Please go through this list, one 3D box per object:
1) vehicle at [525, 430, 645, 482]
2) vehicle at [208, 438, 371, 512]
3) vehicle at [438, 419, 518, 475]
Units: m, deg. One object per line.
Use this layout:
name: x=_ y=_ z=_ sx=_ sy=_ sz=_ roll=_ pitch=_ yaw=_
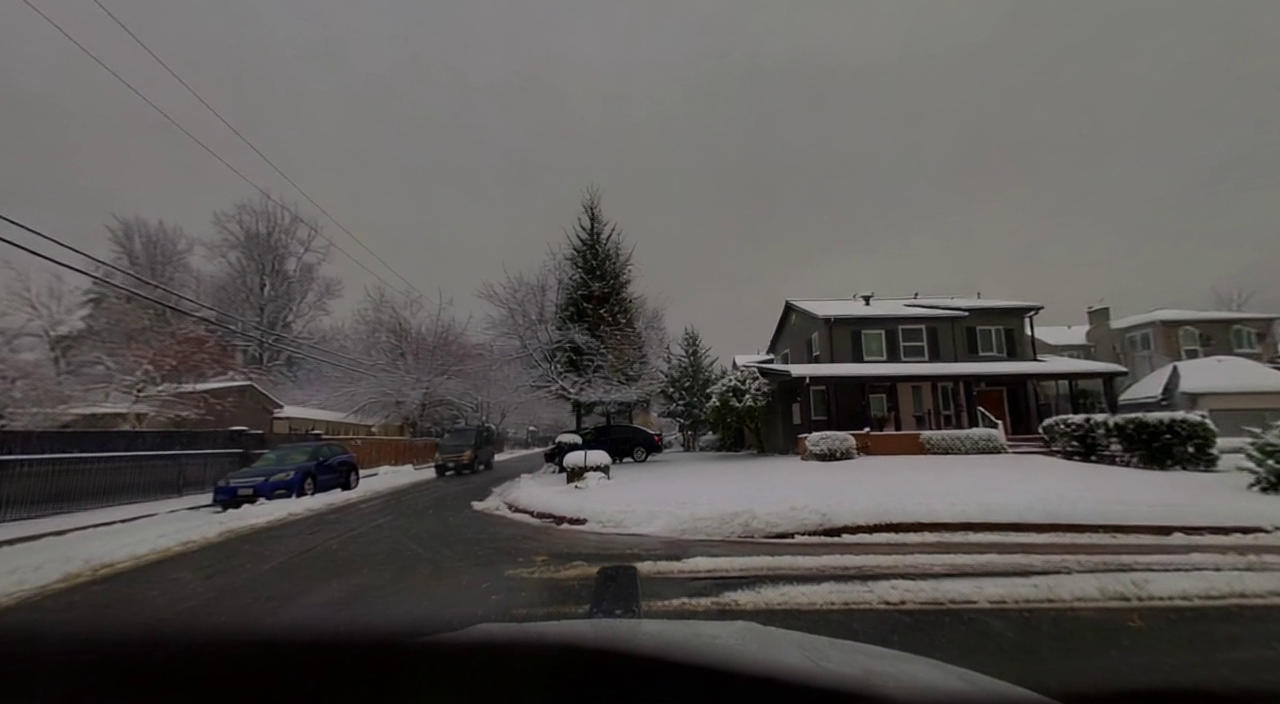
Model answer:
vehicle: x=-1.625 y=3.223 z=19.955 sx=1.827 sy=1.436 sz=4.070 roll=-4 pitch=-9 yaw=28
vehicle: x=-8.341 y=2.893 z=15.482 sx=1.899 sy=1.524 sz=4.082 roll=0 pitch=-8 yaw=-5
vehicle: x=-6.274 y=3.716 z=24.971 sx=2.219 sy=1.984 sz=4.712 roll=0 pitch=-8 yaw=-4
